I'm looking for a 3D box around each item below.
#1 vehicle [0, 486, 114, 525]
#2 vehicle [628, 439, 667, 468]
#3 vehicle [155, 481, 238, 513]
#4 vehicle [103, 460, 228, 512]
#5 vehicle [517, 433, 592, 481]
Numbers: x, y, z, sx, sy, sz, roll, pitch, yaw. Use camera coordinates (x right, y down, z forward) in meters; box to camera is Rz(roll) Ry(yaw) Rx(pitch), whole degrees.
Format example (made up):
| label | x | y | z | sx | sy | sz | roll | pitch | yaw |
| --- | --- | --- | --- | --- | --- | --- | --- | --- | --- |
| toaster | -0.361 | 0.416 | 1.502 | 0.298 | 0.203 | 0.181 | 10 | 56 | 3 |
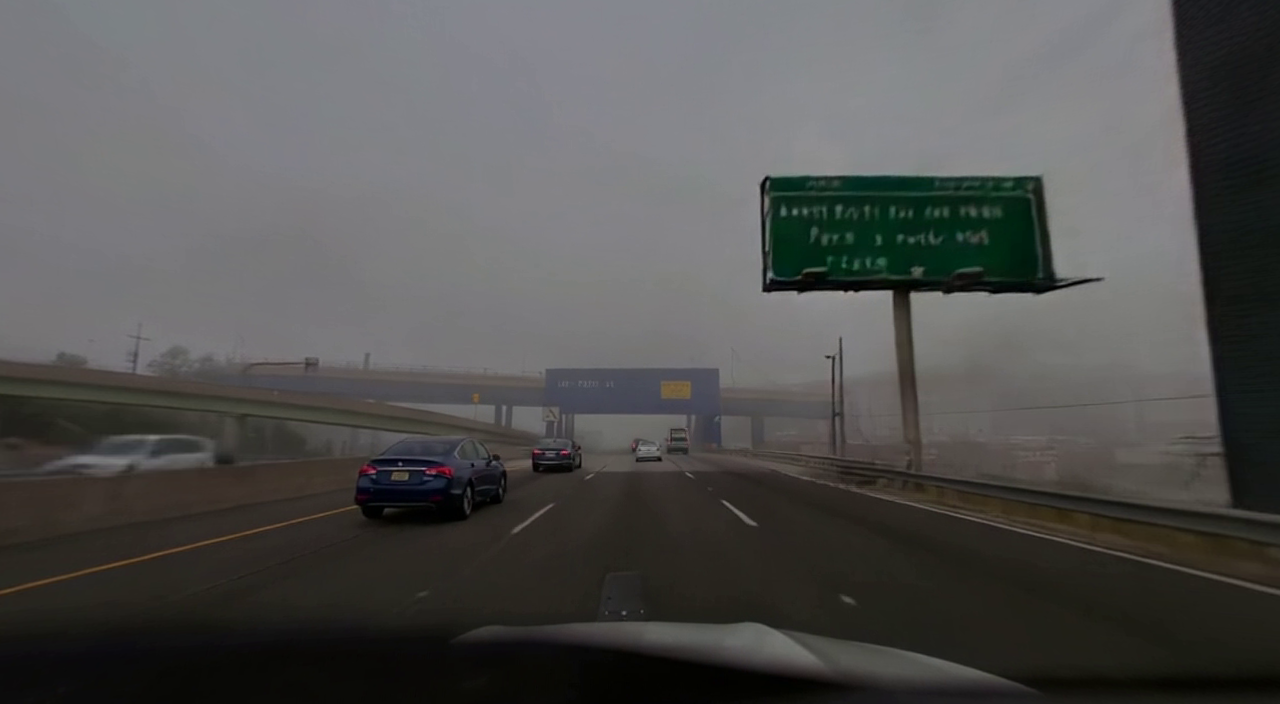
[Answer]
| label | x | y | z | sx | sy | sz | roll | pitch | yaw |
| --- | --- | --- | --- | --- | --- | --- | --- | --- | --- |
| vehicle | -31.883 | 8.379 | 34.666 | 2.059 | 1.636 | 4.402 | 0 | -8 | 1 |
| vehicle | 0.363 | 5.211 | 32.678 | 1.877 | 1.386 | 3.872 | 0 | -8 | 0 |
| vehicle | -28.145 | 9.177 | 40.230 | 1.915 | 1.619 | 4.587 | 0 | -8 | 1 |
| vehicle | -35.250 | 9.942 | 47.422 | 2.842 | 3.235 | 8.652 | -5 | -10 | -1 |
| vehicle | -3.034 | 3.821 | 23.207 | 2.064 | 1.589 | 4.213 | 0 | -8 | 2 |
